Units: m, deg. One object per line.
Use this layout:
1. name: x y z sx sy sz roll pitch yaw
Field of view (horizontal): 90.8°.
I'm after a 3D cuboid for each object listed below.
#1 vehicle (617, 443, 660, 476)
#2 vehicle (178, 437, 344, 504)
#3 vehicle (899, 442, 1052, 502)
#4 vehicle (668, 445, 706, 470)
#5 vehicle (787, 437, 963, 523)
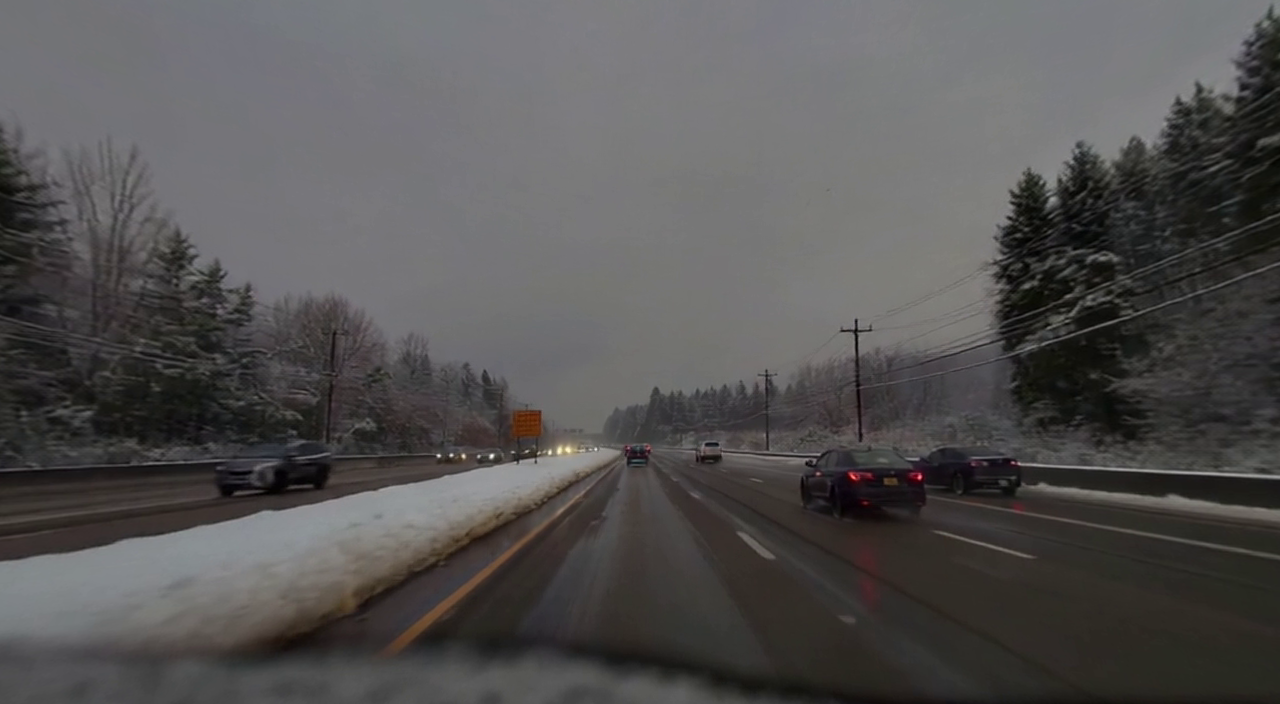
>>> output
1. vehicle: -0.121 5.262 31.128 1.993 1.506 3.883 0 -8 -1
2. vehicle: -10.851 3.399 18.602 2.042 1.697 4.552 0 -9 0
3. vehicle: 9.595 3.435 18.578 1.969 1.506 4.422 0 -9 -2
4. vehicle: 2.944 6.715 40.398 1.981 1.480 4.316 0 -9 -1
5. vehicle: 4.797 2.664 13.773 2.069 1.520 4.614 0 -9 0
